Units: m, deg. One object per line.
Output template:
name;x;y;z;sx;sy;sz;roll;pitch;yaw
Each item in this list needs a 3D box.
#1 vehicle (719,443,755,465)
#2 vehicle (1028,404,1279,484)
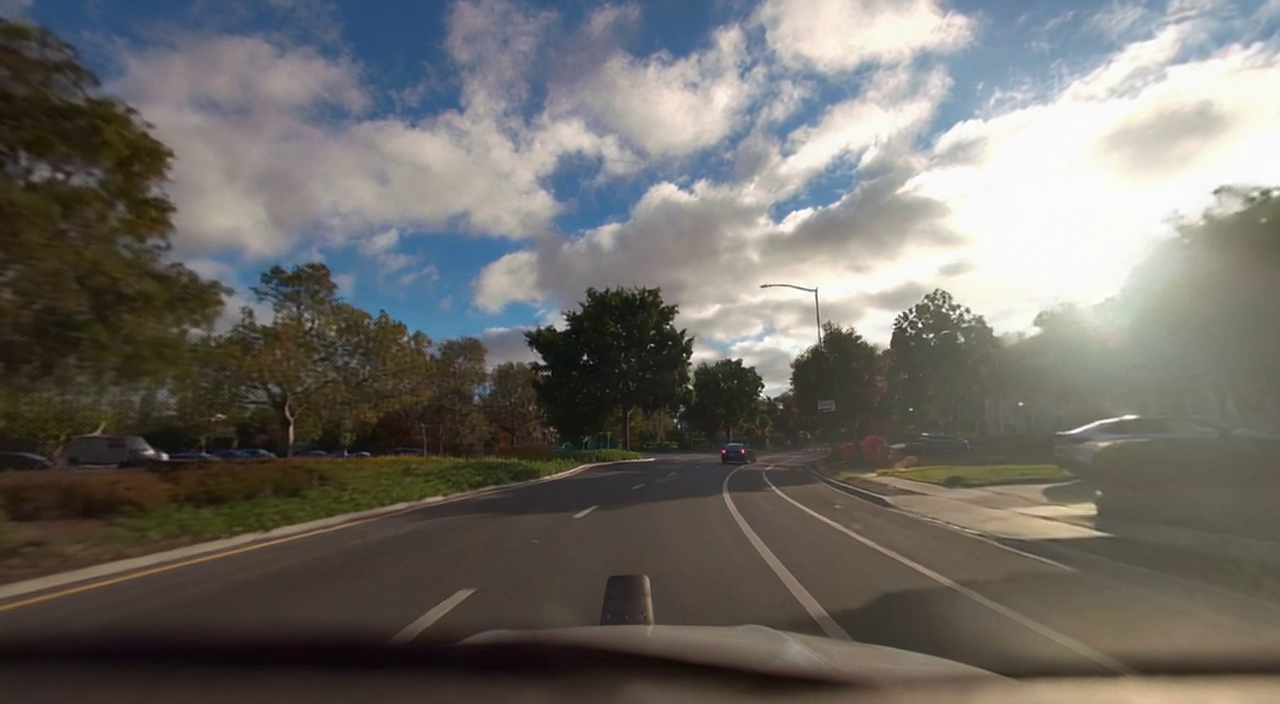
vehicle;6.947;7.264;44.927;2.050;1.456;4.003;-2;-9;16
vehicle;12.928;2.294;15.663;4.999;1.791;2.177;-2;-9;9
